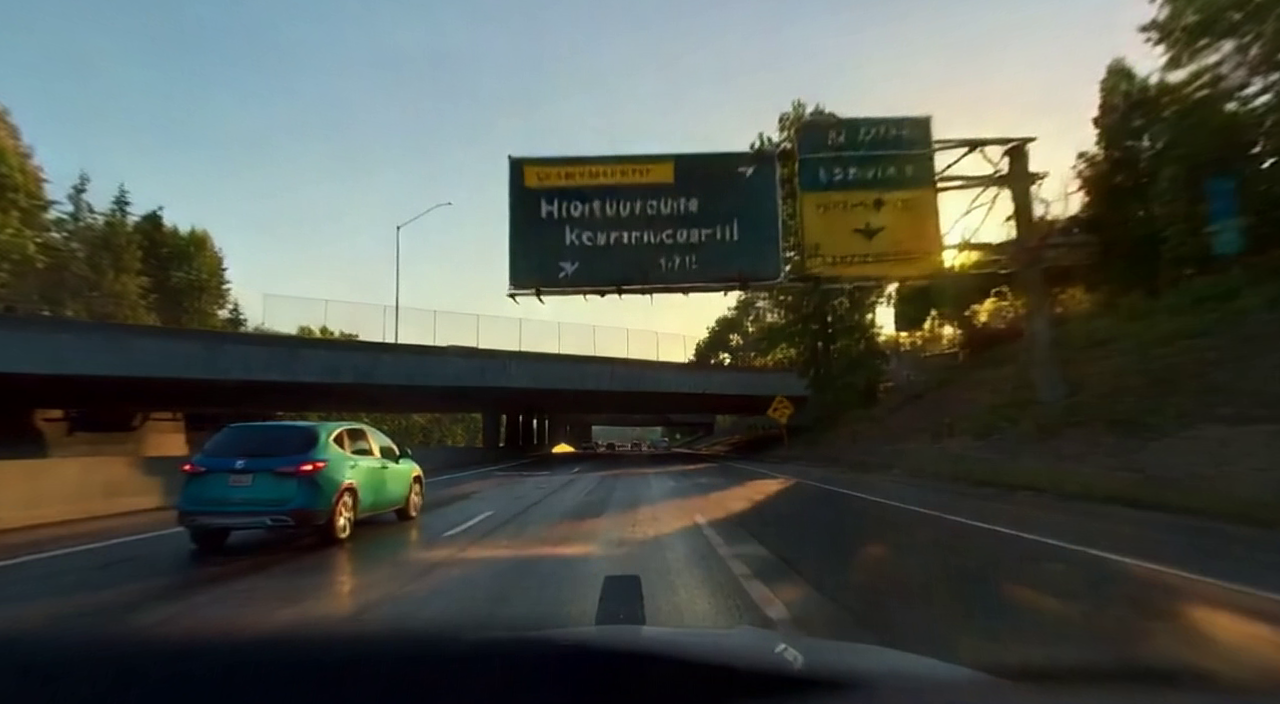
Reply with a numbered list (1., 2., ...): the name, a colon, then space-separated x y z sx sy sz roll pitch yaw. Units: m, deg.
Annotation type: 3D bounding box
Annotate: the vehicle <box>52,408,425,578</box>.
1. vehicle: -4.734 1.703 8.448 2.125 1.662 4.336 0 -8 0
